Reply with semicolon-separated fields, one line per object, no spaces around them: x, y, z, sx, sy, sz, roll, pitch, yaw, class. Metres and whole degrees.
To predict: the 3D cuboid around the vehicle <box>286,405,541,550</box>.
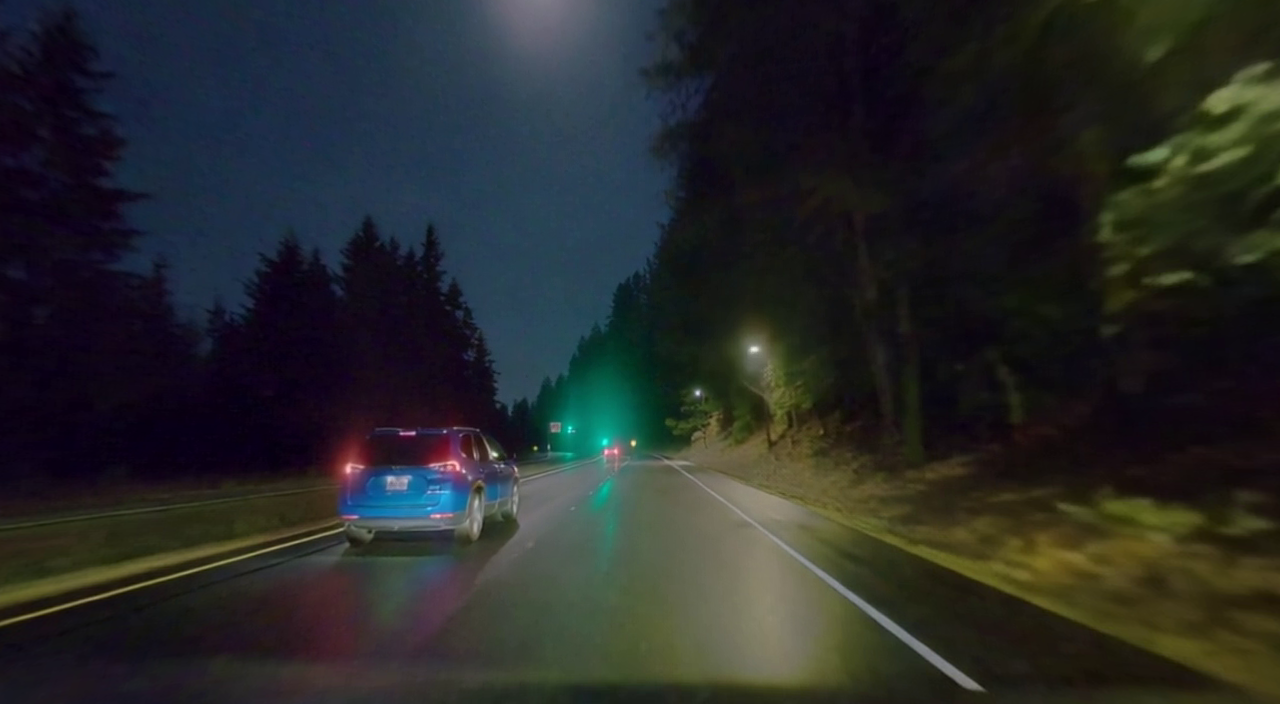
-3.342;1.987;10.732;2.336;1.857;4.986;0;-8;2;vehicle
